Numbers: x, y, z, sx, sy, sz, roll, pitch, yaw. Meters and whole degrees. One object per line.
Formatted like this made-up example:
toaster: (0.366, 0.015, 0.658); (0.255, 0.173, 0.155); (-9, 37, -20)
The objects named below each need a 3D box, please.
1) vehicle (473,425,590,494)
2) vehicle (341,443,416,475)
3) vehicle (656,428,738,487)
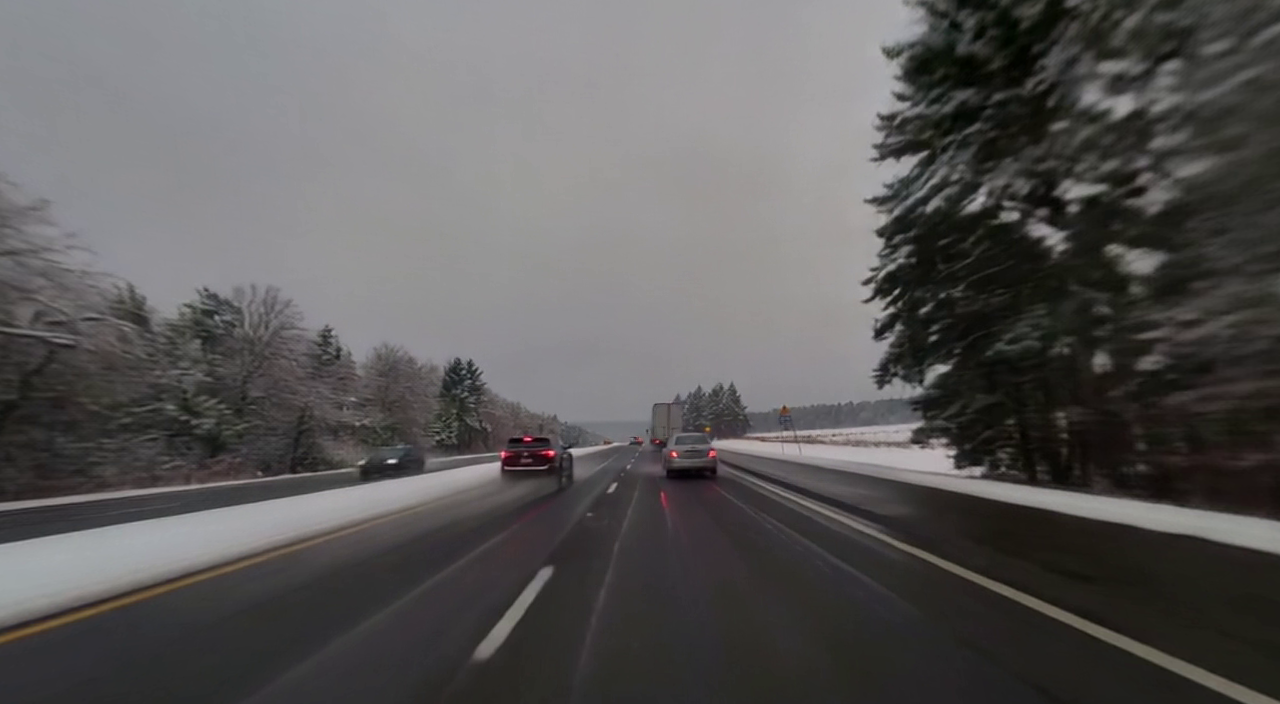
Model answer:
vehicle: (-2.761, 2.863, 17.280); (2.192, 1.623, 4.887); (0, -8, 2)
vehicle: (-13.772, 5.625, 33.413); (1.877, 1.556, 4.663); (0, -8, 2)
vehicle: (1.563, 3.064, 18.735); (2.072, 1.534, 4.300); (0, -8, 1)
